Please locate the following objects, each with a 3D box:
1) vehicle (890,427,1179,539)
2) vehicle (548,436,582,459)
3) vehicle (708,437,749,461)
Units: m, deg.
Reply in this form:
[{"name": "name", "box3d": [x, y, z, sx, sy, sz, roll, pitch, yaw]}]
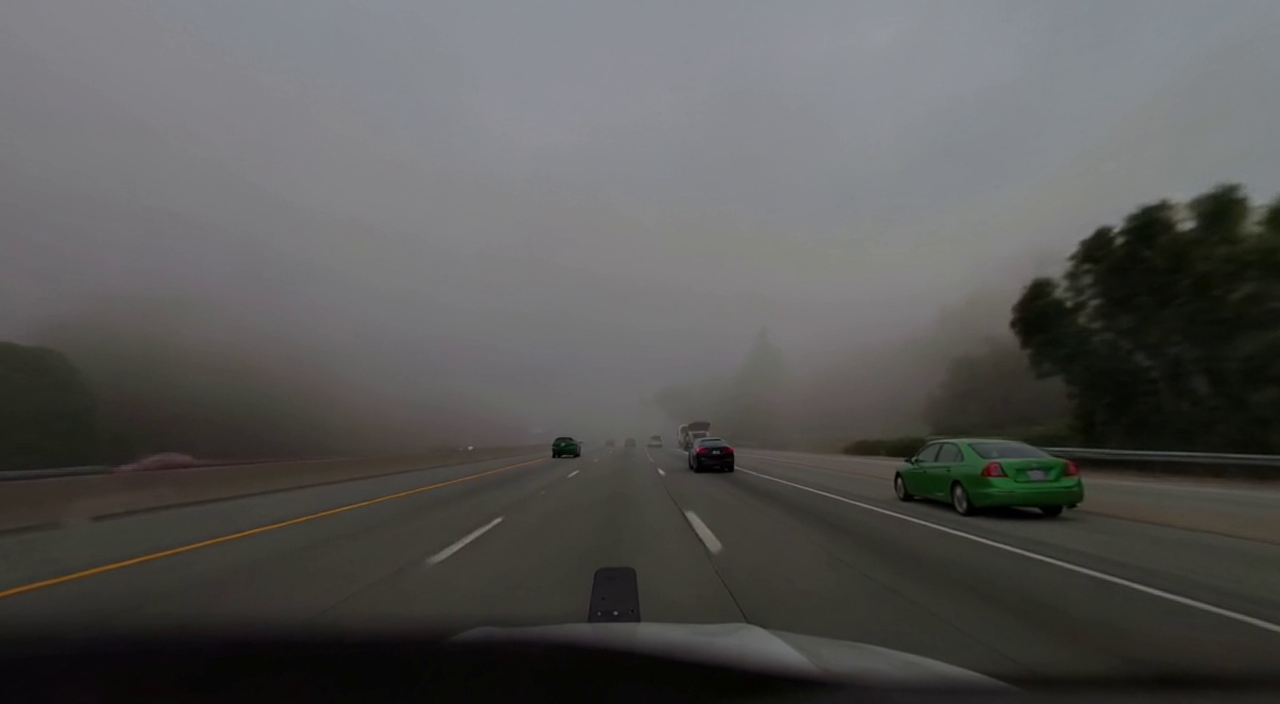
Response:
[{"name": "vehicle", "box3d": [6.146, 2.043, 10.608, 2.028, 1.488, 4.236, 0, -8, -2]}, {"name": "vehicle", "box3d": [-5.208, 6.707, 44.358, 1.966, 1.570, 3.859, 0, -8, -1]}, {"name": "vehicle", "box3d": [5.601, 6.178, 40.171, 1.920, 1.436, 3.890, 0, -8, -2]}]
